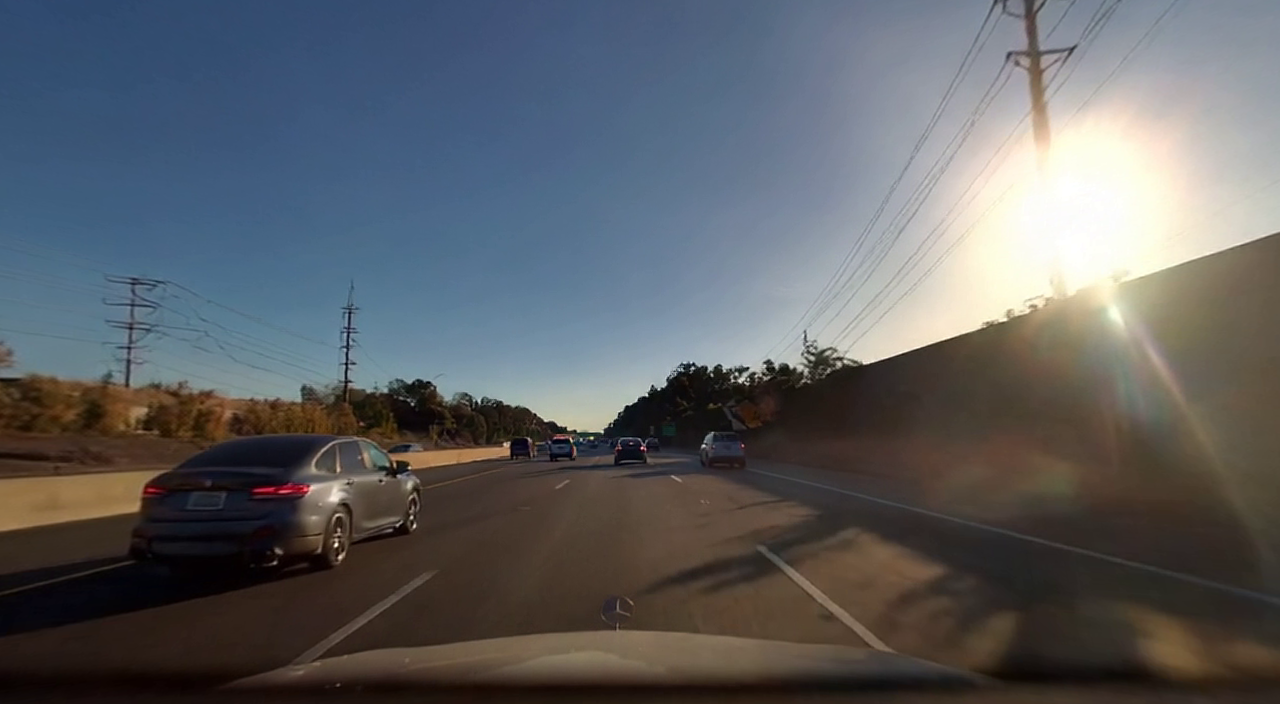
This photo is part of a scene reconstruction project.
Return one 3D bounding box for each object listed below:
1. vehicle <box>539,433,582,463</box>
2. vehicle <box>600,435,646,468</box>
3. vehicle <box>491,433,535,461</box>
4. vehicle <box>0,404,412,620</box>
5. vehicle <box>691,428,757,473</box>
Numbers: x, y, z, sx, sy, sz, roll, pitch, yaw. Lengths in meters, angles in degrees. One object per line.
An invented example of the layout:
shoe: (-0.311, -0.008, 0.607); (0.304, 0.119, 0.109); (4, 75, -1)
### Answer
vehicle: (-4.502, 5.497, 36.335); (1.901, 1.601, 4.610); (0, -8, 0)
vehicle: (-0.804, 4.695, 29.973); (2.086, 1.488, 3.440); (0, -8, -2)
vehicle: (-8.007, 6.017, 40.189); (1.980, 1.678, 4.255); (0, -8, 0)
vehicle: (-4.251, 1.482, 6.890); (2.004, 1.607, 4.161); (0, -8, -1)
vehicle: (3.364, 4.034, 26.239); (1.950, 1.695, 4.446); (0, -8, -3)
